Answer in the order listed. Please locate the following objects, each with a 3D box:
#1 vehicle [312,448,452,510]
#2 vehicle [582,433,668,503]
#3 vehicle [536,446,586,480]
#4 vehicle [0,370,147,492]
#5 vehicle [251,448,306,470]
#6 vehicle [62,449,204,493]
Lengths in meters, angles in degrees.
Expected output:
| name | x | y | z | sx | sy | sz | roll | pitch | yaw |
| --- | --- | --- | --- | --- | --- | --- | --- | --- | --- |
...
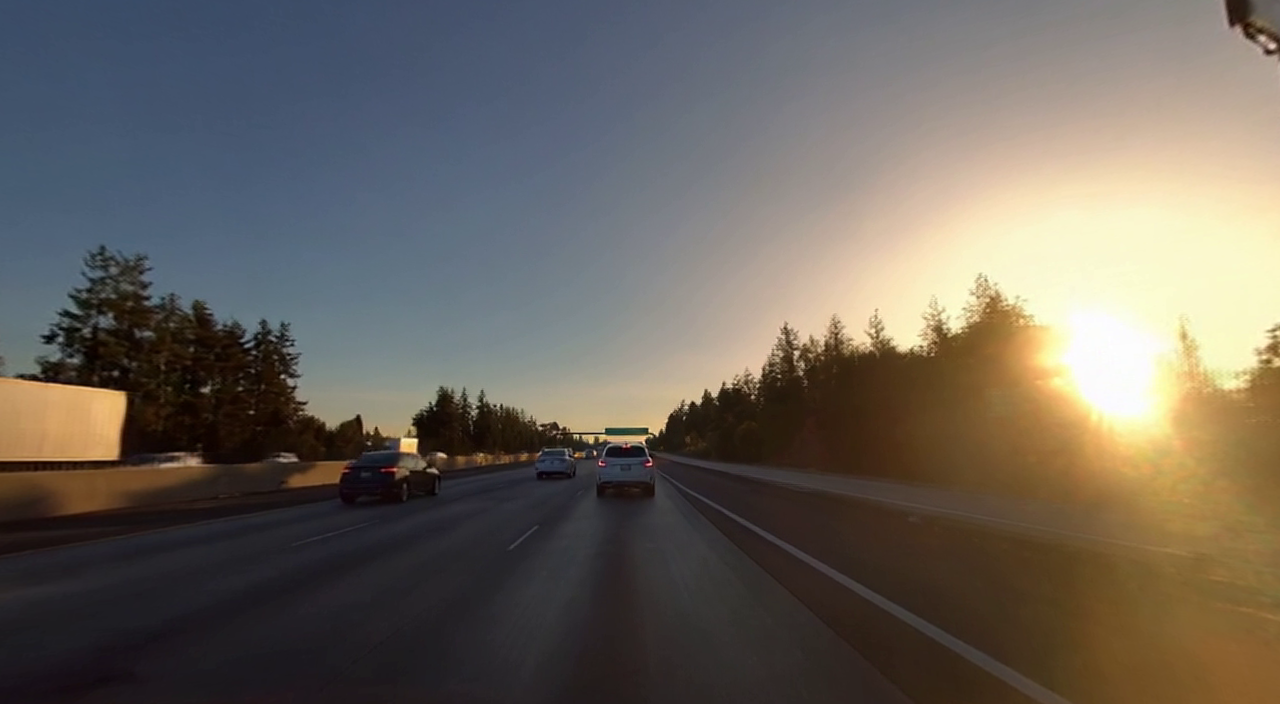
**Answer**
| name | x | y | z | sx | sy | sz | roll | pitch | yaw |
| --- | --- | --- | --- | --- | --- | --- | --- | --- | --- |
| vehicle | -6.989 | 3.459 | 17.708 | 1.892 | 1.468 | 4.792 | 0 | -9 | 0 |
| vehicle | -0.387 | 3.269 | 18.204 | 2.127 | 1.749 | 4.776 | 0 | -9 | 0 |
| vehicle | -3.796 | 5.405 | 30.948 | 1.889 | 1.522 | 4.465 | 0 | -9 | 0 |
| vehicle | -22.634 | 2.311 | 18.904 | 2.883 | 4.004 | 16.498 | 0 | -9 | -2 |
| vehicle | -27.076 | 8.034 | 47.300 | 1.795 | 1.541 | 4.027 | 0 | -9 | -1 |
| vehicle | -19.129 | 4.486 | 24.064 | 1.904 | 1.482 | 4.207 | 0 | -9 | 0 |
